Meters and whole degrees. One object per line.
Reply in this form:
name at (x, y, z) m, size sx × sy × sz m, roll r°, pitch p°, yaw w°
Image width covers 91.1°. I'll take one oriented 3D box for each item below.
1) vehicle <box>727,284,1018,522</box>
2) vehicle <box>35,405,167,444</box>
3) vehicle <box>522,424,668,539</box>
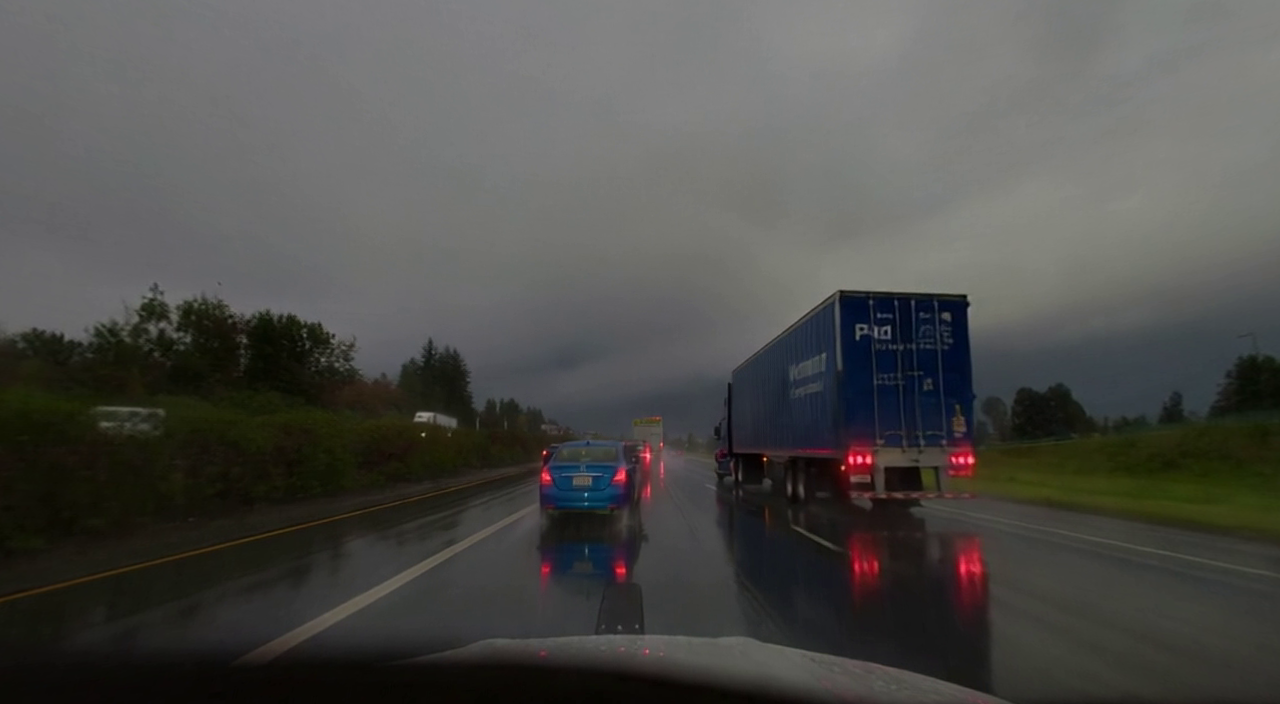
vehicle at (4.874, 1.886, 17.712) m, size 2.825 × 4.043 × 14.051 m, roll 0°, pitch -9°, yaw 0°
vehicle at (-22.601, 3.141, 26.628) m, size 1.896 × 1.456 × 4.407 m, roll 0°, pitch -9°, yaw -4°
vehicle at (-0.647, 2.113, 10.755) m, size 2.038 × 1.582 × 3.729 m, roll 0°, pitch -9°, yaw 0°
